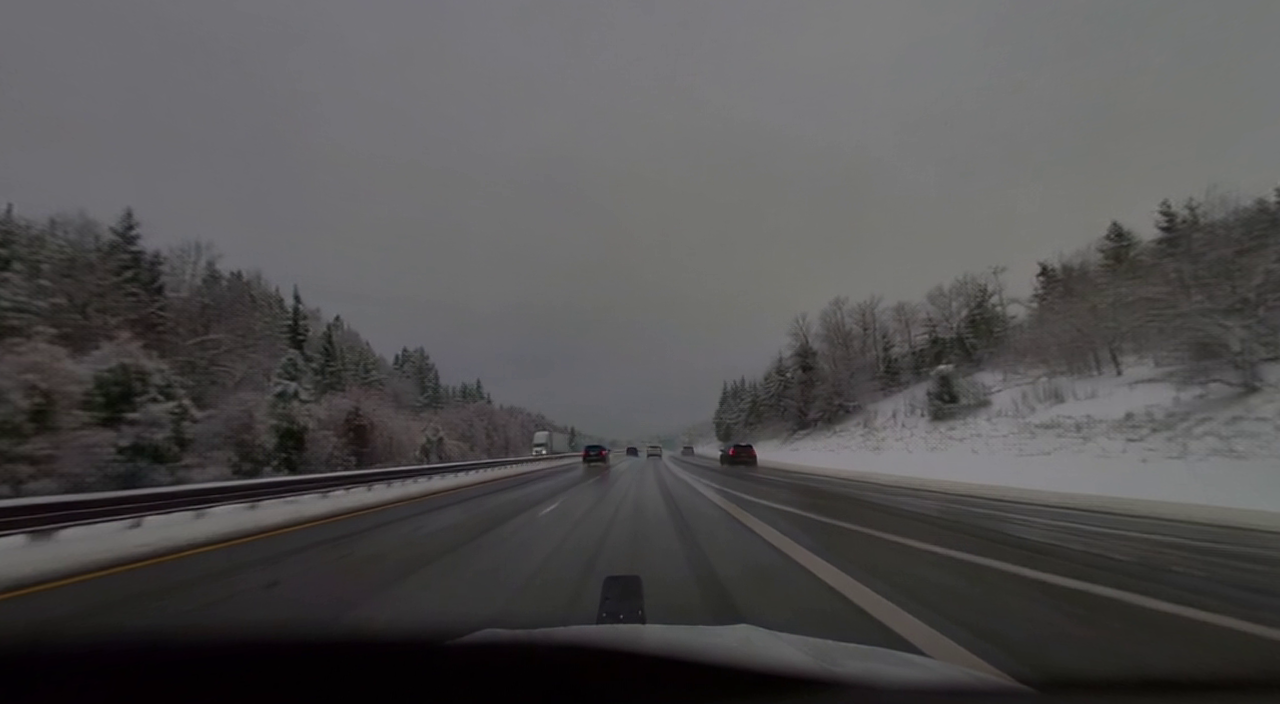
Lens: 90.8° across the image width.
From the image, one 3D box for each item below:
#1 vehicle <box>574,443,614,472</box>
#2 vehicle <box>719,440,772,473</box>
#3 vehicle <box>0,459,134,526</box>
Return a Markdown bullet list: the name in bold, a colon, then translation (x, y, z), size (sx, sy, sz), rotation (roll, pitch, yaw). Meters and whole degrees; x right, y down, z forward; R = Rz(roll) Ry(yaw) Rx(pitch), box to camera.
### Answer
- **vehicle**: translation (-2.763, 6.456, 38.824), size (2.037, 1.638, 4.274), rotation (0, -9, 1)
- **vehicle**: translation (5.601, 5.599, 34.049), size (2.021, 1.639, 4.203), rotation (0, -9, -2)
- **vehicle**: translation (-15.850, 3.577, 16.368), size (1.861, 1.466, 4.266), rotation (0, -9, 0)
